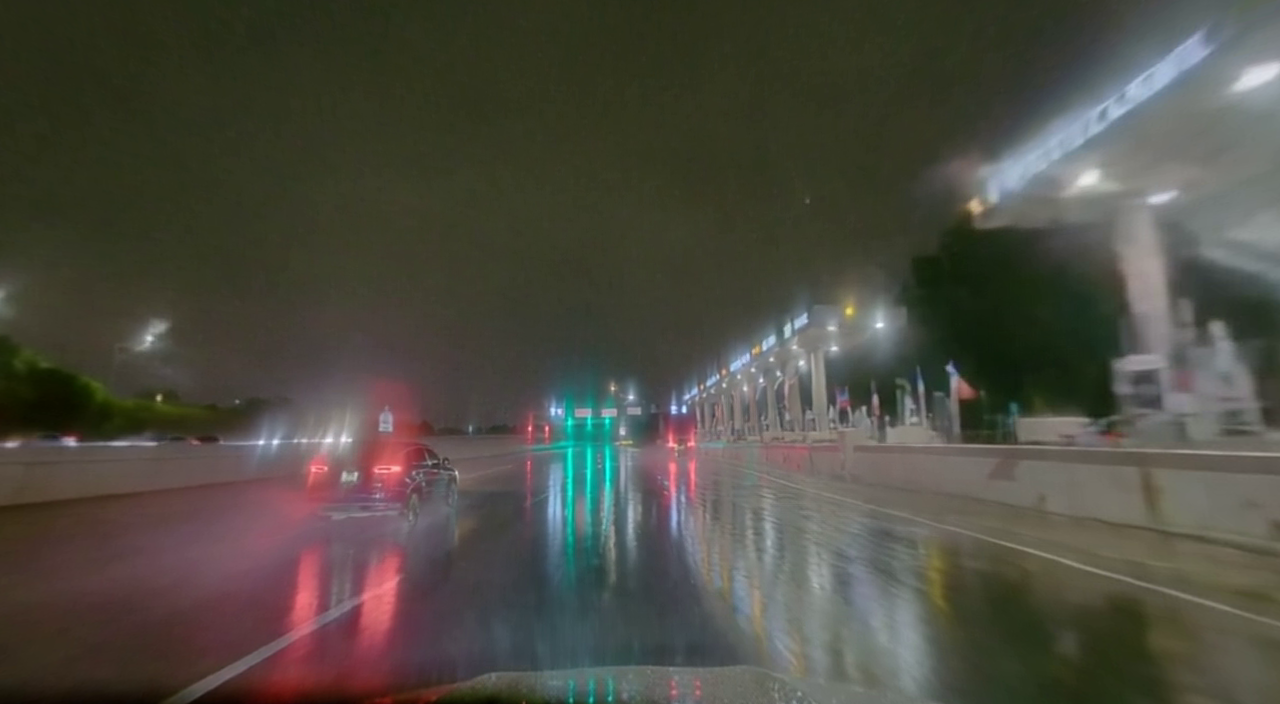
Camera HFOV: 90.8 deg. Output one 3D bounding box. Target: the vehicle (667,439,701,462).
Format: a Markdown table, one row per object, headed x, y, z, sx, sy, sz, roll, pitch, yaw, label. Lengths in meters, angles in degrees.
| x | y | z | sx | sy | sz | roll | pitch | yaw | label |
| --- | --- | --- | --- | --- | --- | --- | --- | --- | --- |
| 3.317 | 7.572 | 48.651 | 2.072 | 1.639 | 4.919 | 0 | -8 | -2 | vehicle |

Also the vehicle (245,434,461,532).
| x | y | z | sx | sy | sz | roll | pitch | yaw | label |
| --- | --- | --- | --- | --- | --- | --- | --- | --- | --- |
| -4.973 | 2.310 | 11.797 | 1.981 | 1.465 | 4.334 | 0 | -8 | 0 | vehicle |

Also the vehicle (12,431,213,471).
| x | y | z | sx | sy | sz | roll | pitch | yaw | label |
| --- | --- | --- | --- | --- | --- | --- | --- | --- | --- |
| -20.404 | 3.841 | 24.711 | 2.116 | 1.402 | 5.632 | -7 | -11 | 40 | vehicle |
